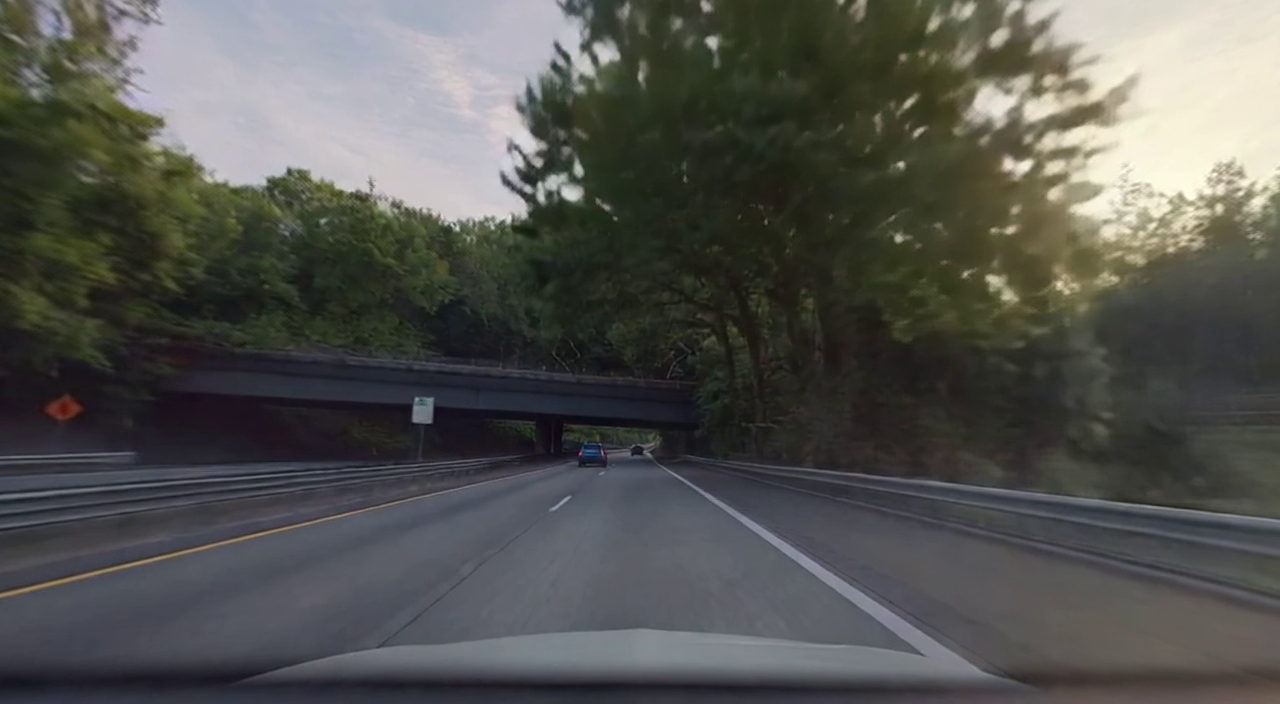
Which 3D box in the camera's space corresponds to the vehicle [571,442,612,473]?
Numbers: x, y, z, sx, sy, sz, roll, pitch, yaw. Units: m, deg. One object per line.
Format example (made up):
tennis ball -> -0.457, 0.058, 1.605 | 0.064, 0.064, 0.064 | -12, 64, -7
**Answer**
vehicle -> -2.960, 6.574, 39.429 | 2.135, 1.755, 4.476 | 0, -9, 0
